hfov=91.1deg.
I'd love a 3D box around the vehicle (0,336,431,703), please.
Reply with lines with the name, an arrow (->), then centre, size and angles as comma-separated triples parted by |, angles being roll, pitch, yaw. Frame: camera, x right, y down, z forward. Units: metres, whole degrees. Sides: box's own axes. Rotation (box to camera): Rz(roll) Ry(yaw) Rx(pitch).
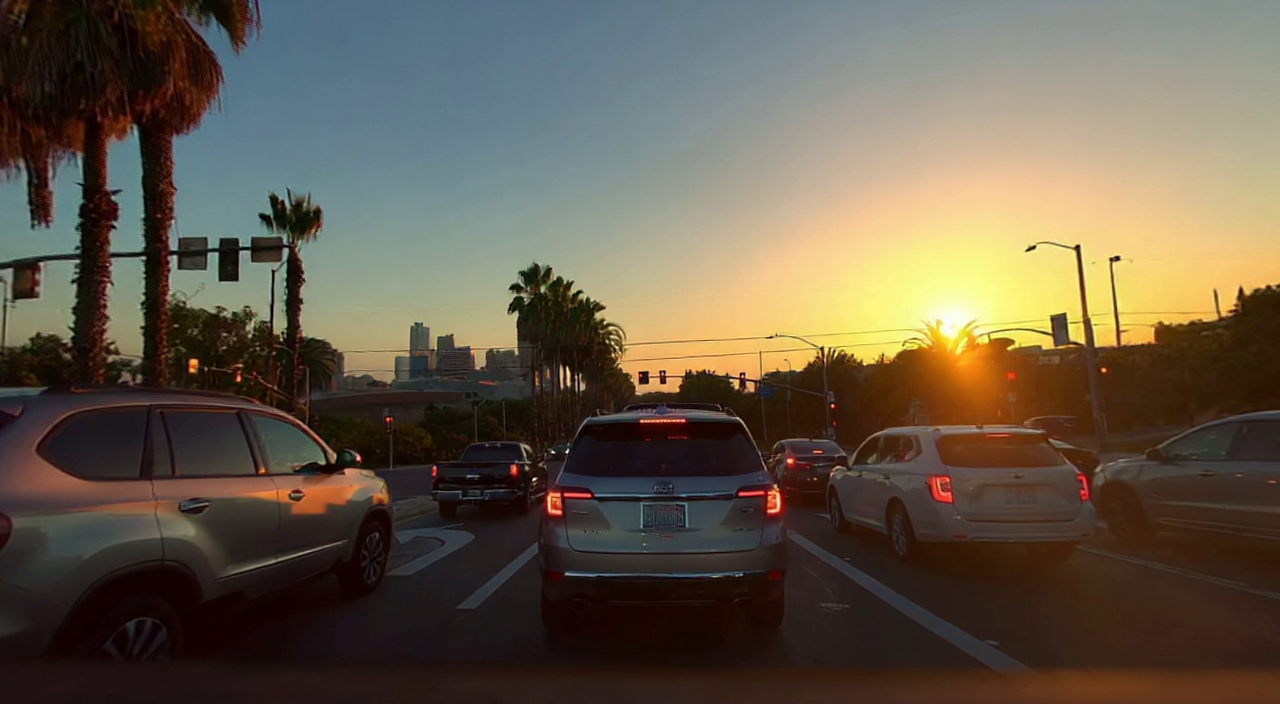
vehicle -> -3.154, 1.089, 3.904 | 2.171, 1.702, 4.416 | 0, -8, 0

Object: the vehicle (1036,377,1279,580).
vehicle -> 7.336, 1.339, 6.851 | 2.337, 1.925, 5.728 | 0, -8, 1

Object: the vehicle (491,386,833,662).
vehicle -> 0.171, 1.376, 6.059 | 2.123, 1.704, 4.128 | 0, -9, 1

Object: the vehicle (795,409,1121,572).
vehicle -> 4.011, 1.853, 9.287 | 2.072, 1.704, 5.170 | 0, -9, -1
